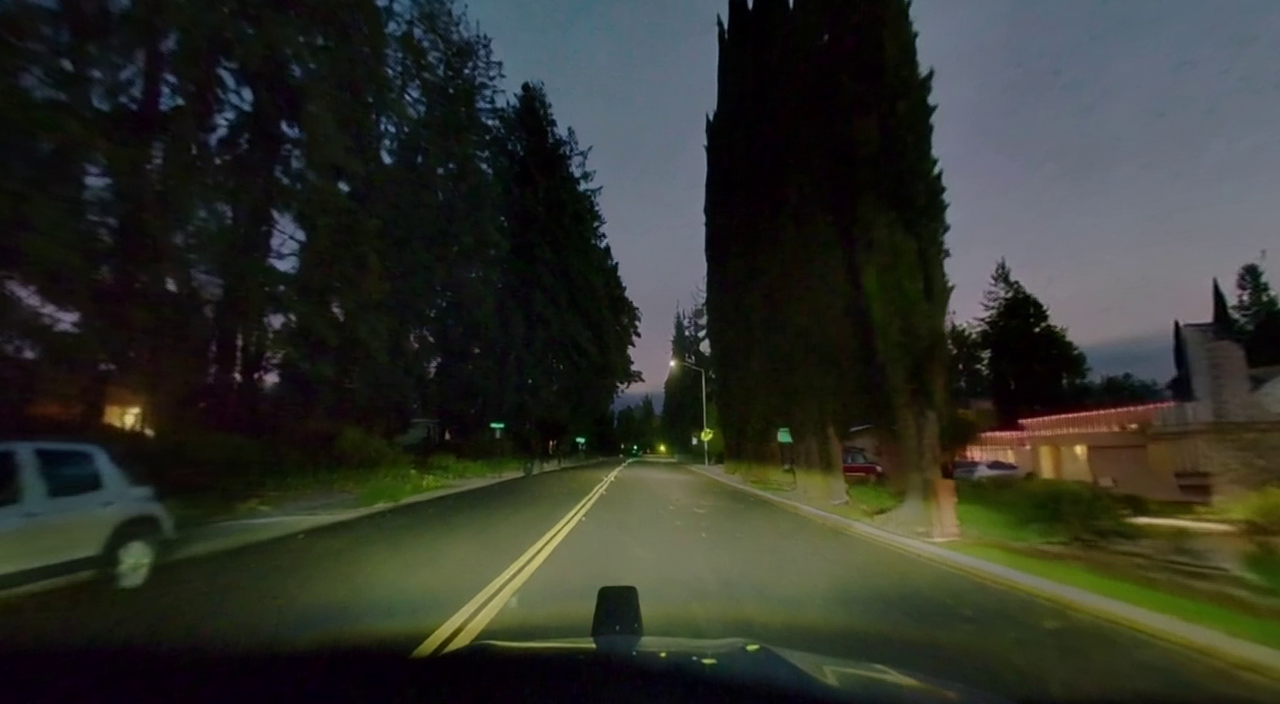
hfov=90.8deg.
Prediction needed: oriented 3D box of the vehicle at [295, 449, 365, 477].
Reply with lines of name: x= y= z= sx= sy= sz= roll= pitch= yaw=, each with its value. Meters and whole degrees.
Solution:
vehicle: x=-21.372 y=7.617 z=43.450 sx=4.507 sy=1.774 sz=1.923 roll=-5 pitch=-10 yaw=27

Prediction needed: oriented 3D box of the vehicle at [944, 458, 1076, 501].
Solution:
vehicle: x=14.477 y=4.991 z=24.958 sx=4.231 sy=1.493 sz=1.941 roll=-5 pitch=-10 yaw=28

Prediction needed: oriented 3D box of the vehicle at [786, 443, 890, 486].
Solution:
vehicle: x=10.839 y=6.159 z=34.626 sx=4.854 sy=1.771 sz=2.123 roll=-12 pitch=-12 yaw=28

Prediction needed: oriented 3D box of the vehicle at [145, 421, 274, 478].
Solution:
vehicle: x=-17.498 y=4.007 z=25.638 sx=4.918 sy=1.918 sz=2.002 roll=-8 pitch=-11 yaw=24

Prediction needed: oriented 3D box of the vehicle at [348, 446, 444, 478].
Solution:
vehicle: x=-15.628 y=6.999 z=40.271 sx=6.072 sy=1.882 sz=2.277 roll=-5 pitch=-10 yaw=29

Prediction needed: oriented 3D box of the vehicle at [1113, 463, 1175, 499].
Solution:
vehicle: x=27.013 y=6.887 z=33.962 sx=1.916 sy=1.620 sz=3.519 roll=-4 pitch=-9 yaw=28

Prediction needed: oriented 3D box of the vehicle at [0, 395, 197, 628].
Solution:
vehicle: x=-5.913 y=1.299 z=4.721 sx=1.924 sy=1.765 sz=4.542 roll=-7 pitch=-13 yaw=0
